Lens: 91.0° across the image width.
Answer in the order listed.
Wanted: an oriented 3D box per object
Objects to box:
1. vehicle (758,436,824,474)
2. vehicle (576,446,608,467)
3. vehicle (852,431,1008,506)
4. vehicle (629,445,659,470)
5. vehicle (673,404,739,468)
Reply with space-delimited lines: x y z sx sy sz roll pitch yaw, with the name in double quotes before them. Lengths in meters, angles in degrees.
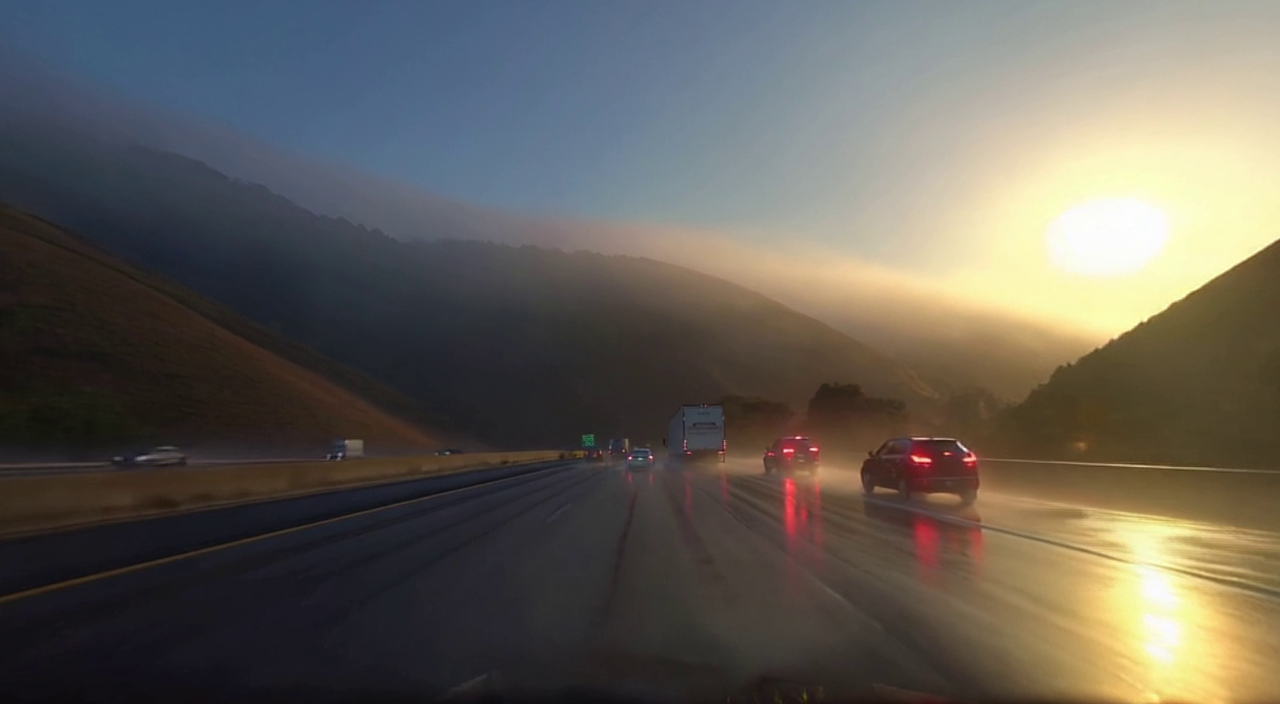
"vehicle" 7.484 5.170 31.796 2.143 1.775 4.729 0 -9 0
"vehicle" -3.627 7.965 48.190 2.132 1.506 4.256 0 -9 0
"vehicle" 7.339 2.976 16.565 2.044 1.676 4.421 0 -9 1
"vehicle" 0.216 6.914 41.461 1.866 1.492 3.932 0 -9 0
"vehicle" 3.991 5.552 41.036 3.130 3.607 11.129 0 -9 0
